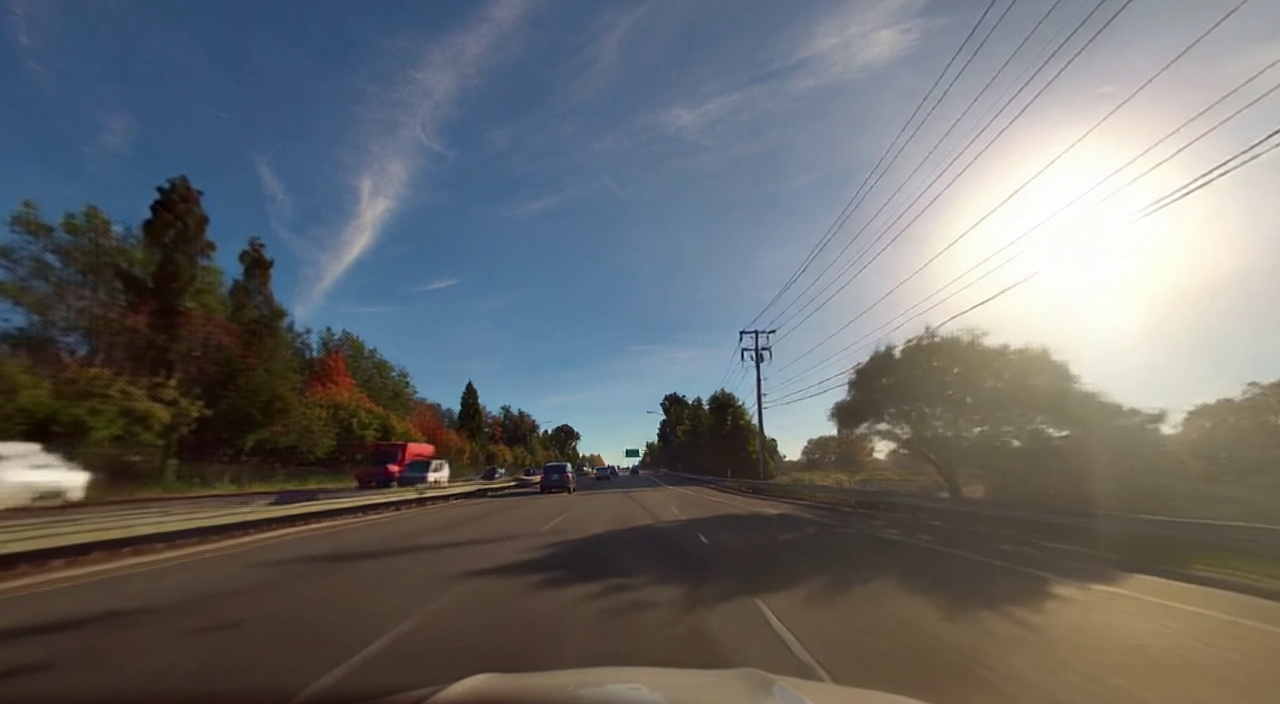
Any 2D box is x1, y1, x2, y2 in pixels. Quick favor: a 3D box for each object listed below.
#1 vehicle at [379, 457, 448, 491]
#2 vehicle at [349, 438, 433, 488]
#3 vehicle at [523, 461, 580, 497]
[{"bbox_3d":[-12.803,6.940,35.932,1.995,1.788,4.925,1,-11,1],"label":"vehicle"},{"bbox_3d":[-17.509,7.961,44.966,2.548,3.168,8.075,1,-11,0],"label":"vehicle"},{"bbox_3d":[-3.972,5.831,29.063,1.963,1.501,4.227,1,-11,0],"label":"vehicle"}]
